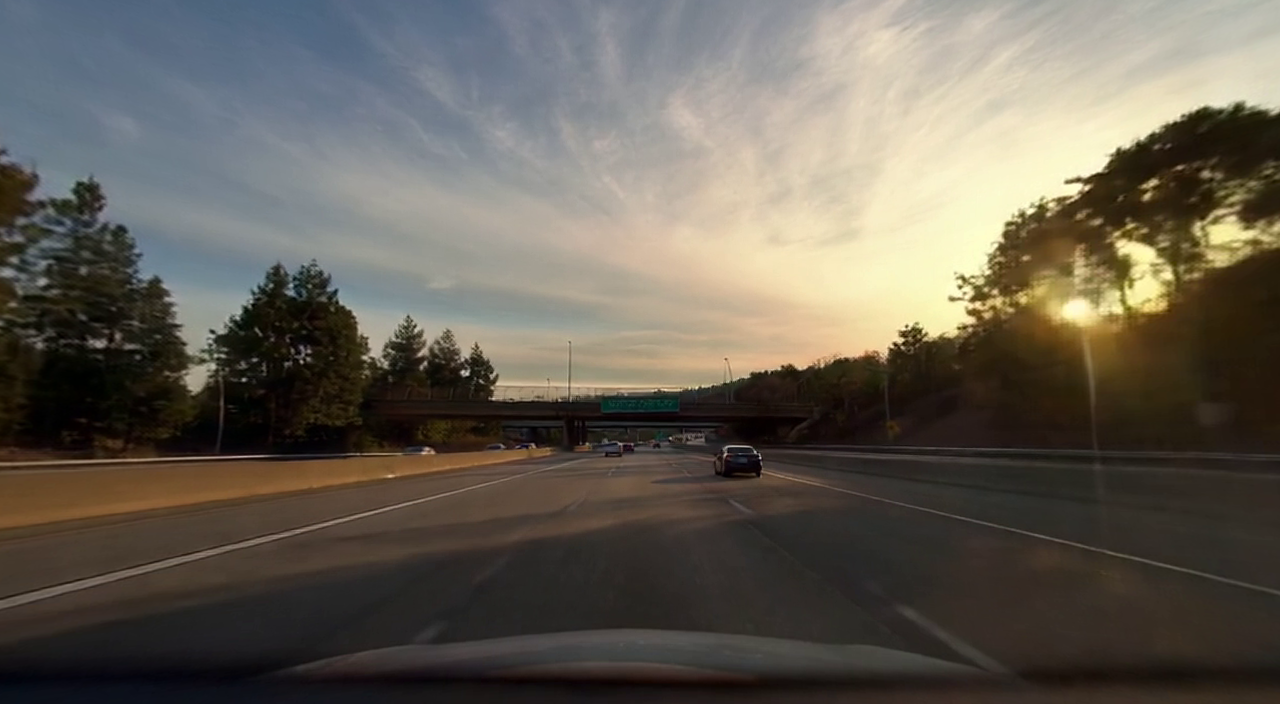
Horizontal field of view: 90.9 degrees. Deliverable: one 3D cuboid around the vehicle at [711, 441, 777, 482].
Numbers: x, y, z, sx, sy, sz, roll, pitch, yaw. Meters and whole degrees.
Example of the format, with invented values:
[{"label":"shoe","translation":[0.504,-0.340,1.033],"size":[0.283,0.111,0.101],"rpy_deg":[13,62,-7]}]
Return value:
[{"label":"vehicle","translation":[4.096,4.375,25.582],"size":[1.908,1.483,4.259],"rpy_deg":[0,-8,-1]}]
